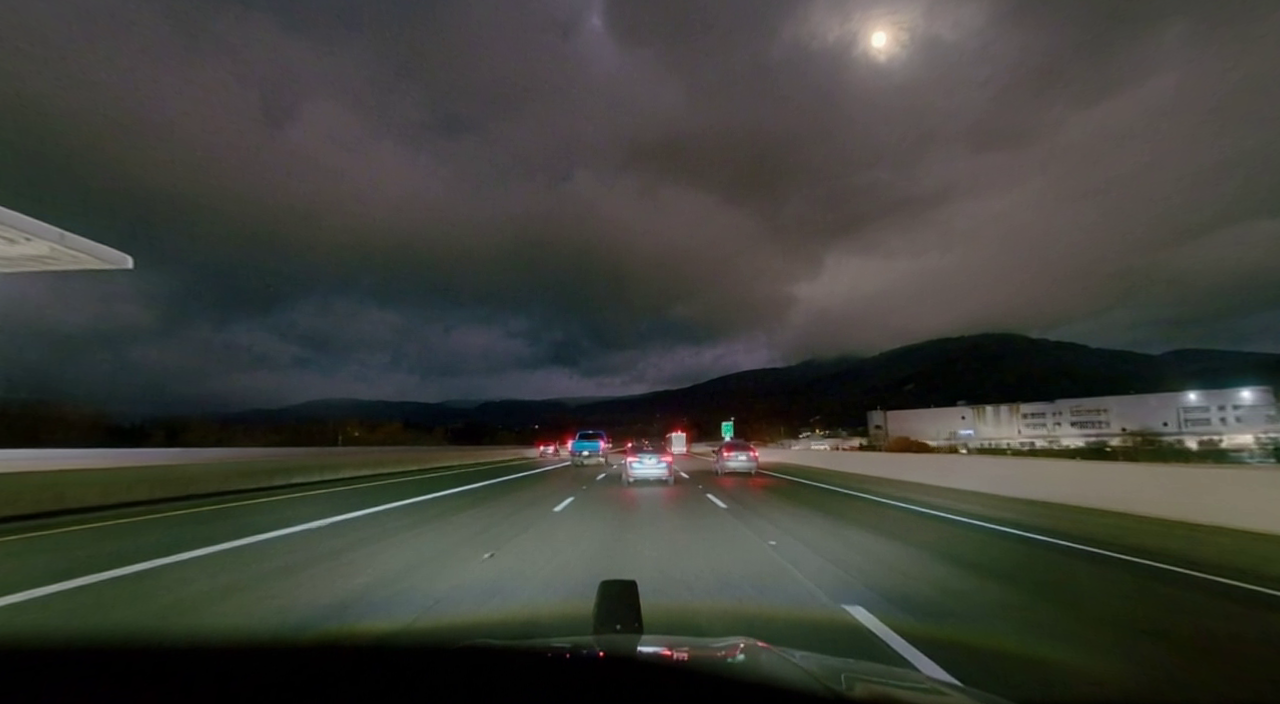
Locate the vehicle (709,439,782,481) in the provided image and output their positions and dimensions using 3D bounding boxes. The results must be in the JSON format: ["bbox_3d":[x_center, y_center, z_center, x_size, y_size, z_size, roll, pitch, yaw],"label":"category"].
[{"bbox_3d":[4.053,4.238,25.067,2.023,1.510,4.773,0,-8,0],"label":"vehicle"}]

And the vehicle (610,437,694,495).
[{"bbox_3d":[0.303,3.261,18.417,2.171,1.493,4.081,0,-8,0],"label":"vehicle"}]

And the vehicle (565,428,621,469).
[{"bbox_3d":[-2.663,5.790,37.893,2.733,2.230,6.820,0,-8,1],"label":"vehicle"}]

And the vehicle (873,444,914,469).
[{"bbox_3d":[16.417,6.766,40.935,1.778,1.564,3.906,-1,-9,12],"label":"vehicle"}]
